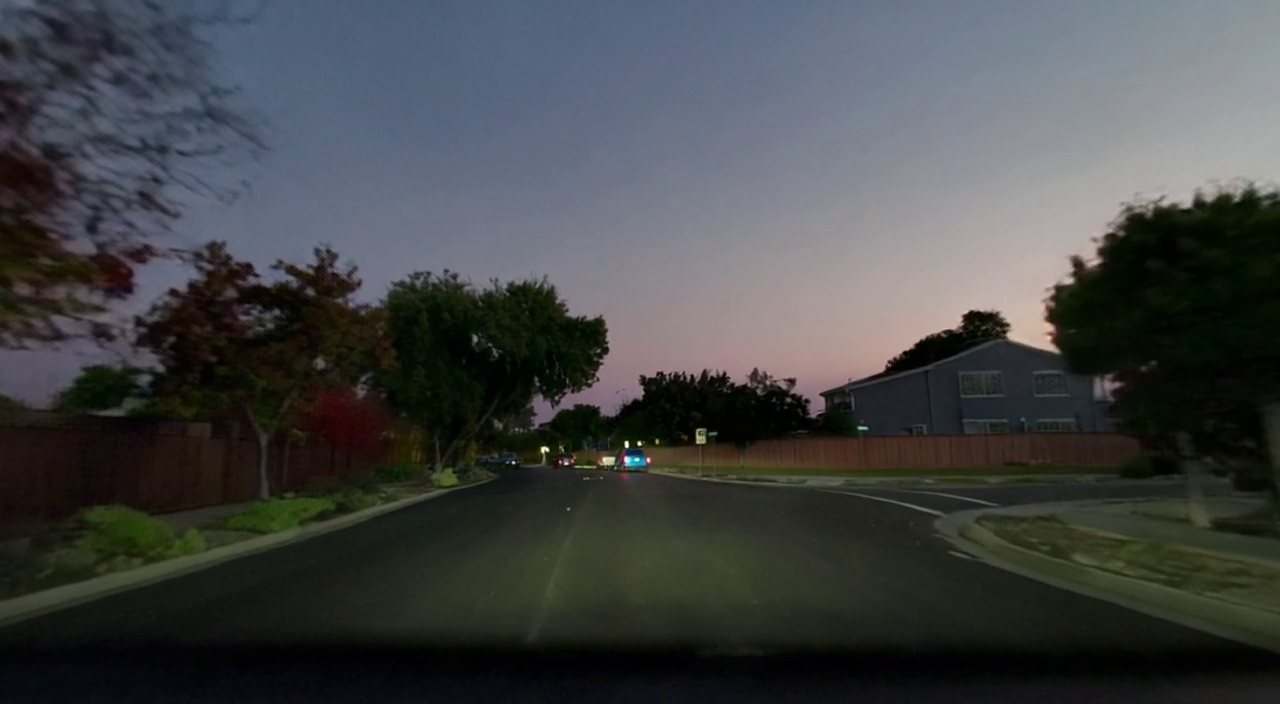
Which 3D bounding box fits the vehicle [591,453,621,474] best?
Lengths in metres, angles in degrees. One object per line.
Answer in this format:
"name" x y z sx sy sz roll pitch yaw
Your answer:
"vehicle" -2.589 8.316 47.383 2.064 1.477 3.968 1 -9 -5
